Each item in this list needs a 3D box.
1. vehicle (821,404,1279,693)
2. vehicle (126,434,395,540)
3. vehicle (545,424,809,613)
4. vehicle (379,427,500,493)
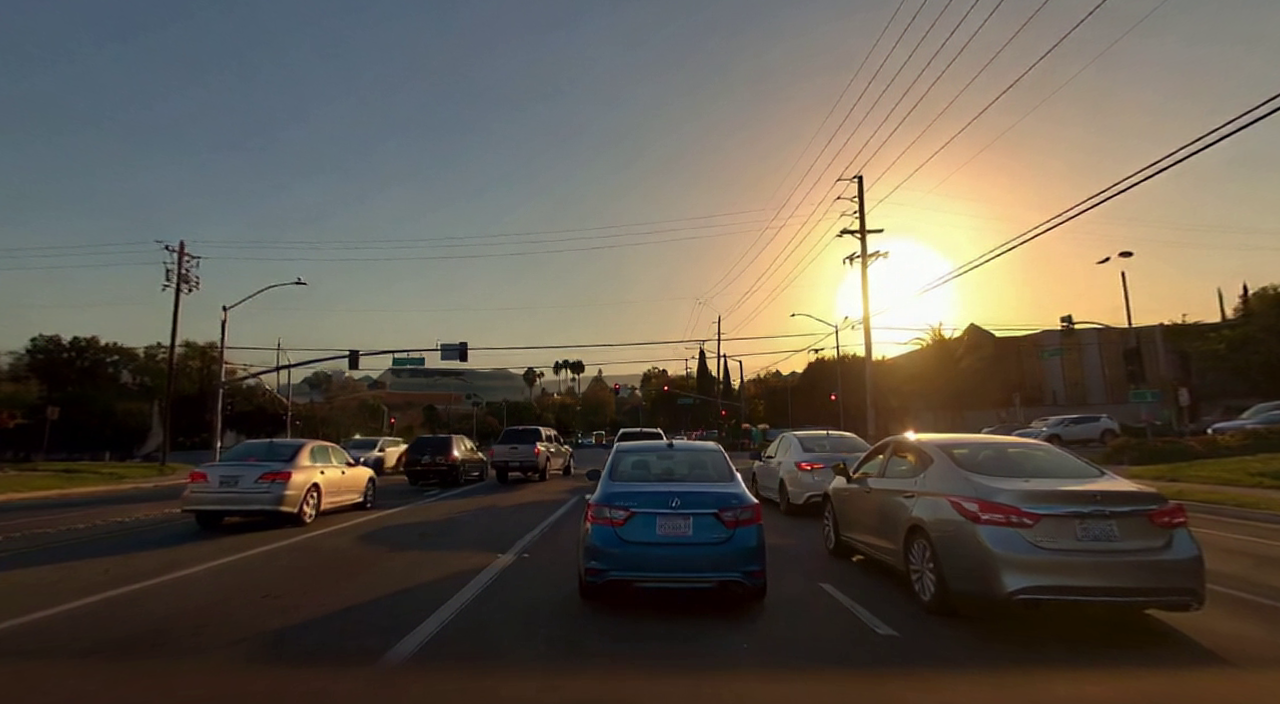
[{"bbox_3d":[3.133,1.344,5.487,1.870,1.523,4.096,0,-8,0],"label":"vehicle"},{"bbox_3d":[-6.418,2.294,11.500,1.955,1.497,4.639,-1,-8,1],"label":"vehicle"},{"bbox_3d":[0.301,1.625,7.094,2.109,1.483,3.964,0,-8,0],"label":"vehicle"},{"bbox_3d":[-6.277,3.447,20.541,2.070,1.824,5.196,-1,-8,2],"label":"vehicle"}]
